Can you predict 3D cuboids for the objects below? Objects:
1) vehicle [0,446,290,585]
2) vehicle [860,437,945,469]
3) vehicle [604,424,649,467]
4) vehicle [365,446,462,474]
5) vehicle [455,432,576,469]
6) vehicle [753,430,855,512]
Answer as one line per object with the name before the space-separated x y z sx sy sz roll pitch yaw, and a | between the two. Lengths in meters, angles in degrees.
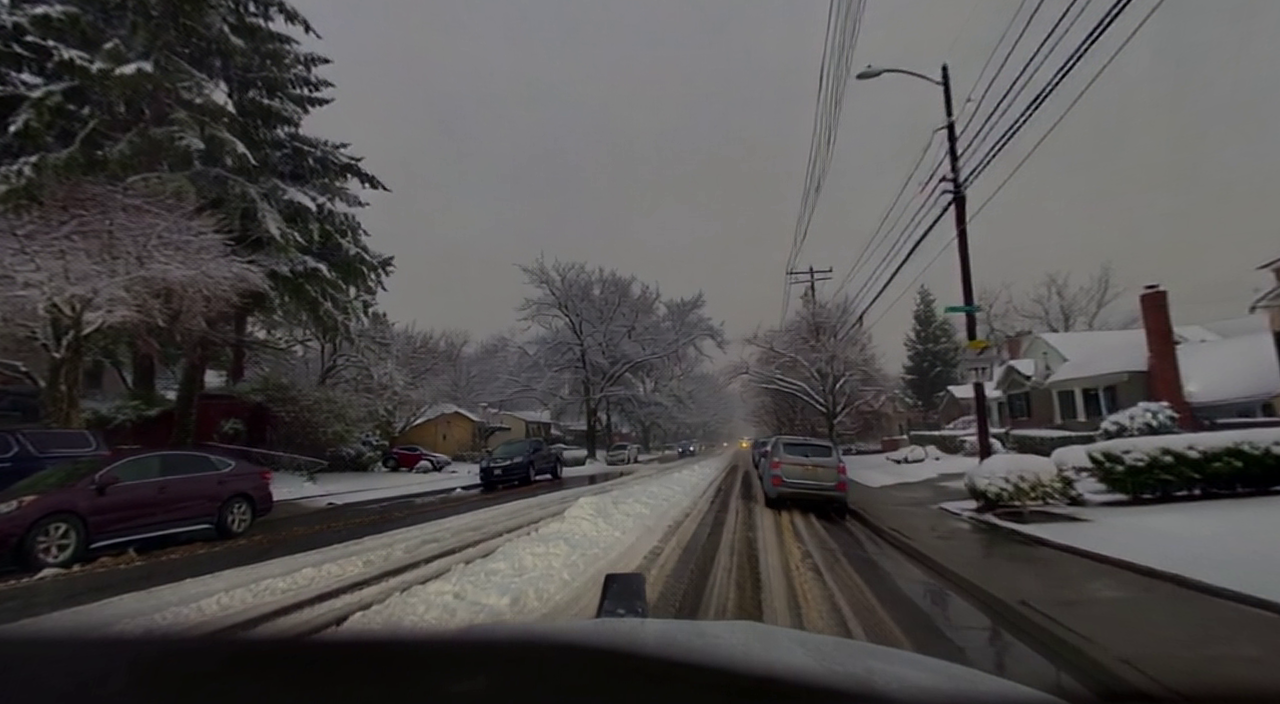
vehicle | -7.478 2.061 8.847 1.968 1.449 4.502 -1 -8 11
vehicle | 14.758 5.701 35.736 4.075 1.674 1.811 -1 -8 11
vehicle | -0.887 6.880 46.429 2.199 2.902 5.848 -1 -8 10
vehicle | -11.990 5.713 33.549 4.481 1.420 1.712 -1 -8 7
vehicle | -7.214 5.744 36.872 6.488 2.009 2.354 -1 -8 11
vehicle | 3.528 2.559 13.993 1.908 1.572 3.105 -1 -8 12
